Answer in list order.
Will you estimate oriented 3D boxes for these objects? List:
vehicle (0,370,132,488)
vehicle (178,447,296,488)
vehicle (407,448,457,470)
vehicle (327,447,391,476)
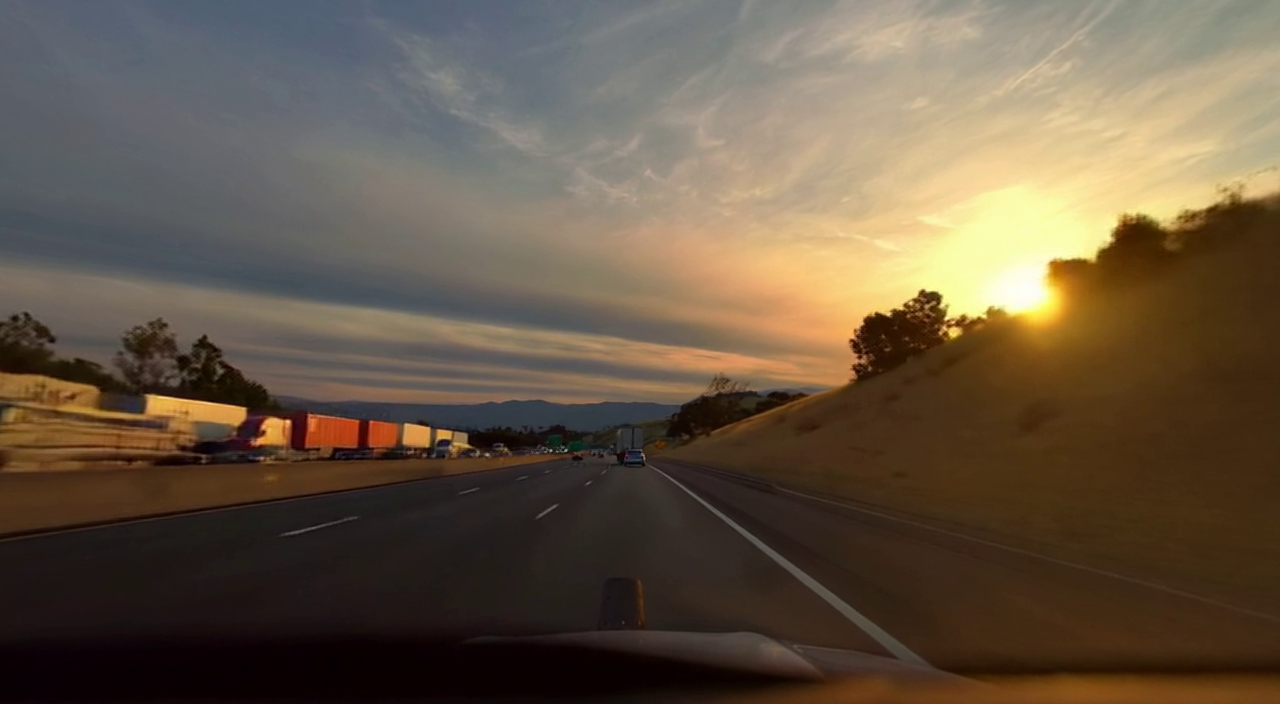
[{"bbox_3d":[-23.359,2.891,23.082,3.012,3.968,7.683,0,-9,-1],"label":"vehicle"},{"bbox_3d":[-15.759,4.516,24.947,1.884,1.436,4.220,0,-9,-1],"label":"vehicle"},{"bbox_3d":[-15.563,8.034,47.445,2.155,1.506,4.541,0,-9,0],"label":"vehicle"},{"bbox_3d":[-15.404,6.025,34.791,1.699,1.513,3.748,0,-9,1],"label":"vehicle"}]
